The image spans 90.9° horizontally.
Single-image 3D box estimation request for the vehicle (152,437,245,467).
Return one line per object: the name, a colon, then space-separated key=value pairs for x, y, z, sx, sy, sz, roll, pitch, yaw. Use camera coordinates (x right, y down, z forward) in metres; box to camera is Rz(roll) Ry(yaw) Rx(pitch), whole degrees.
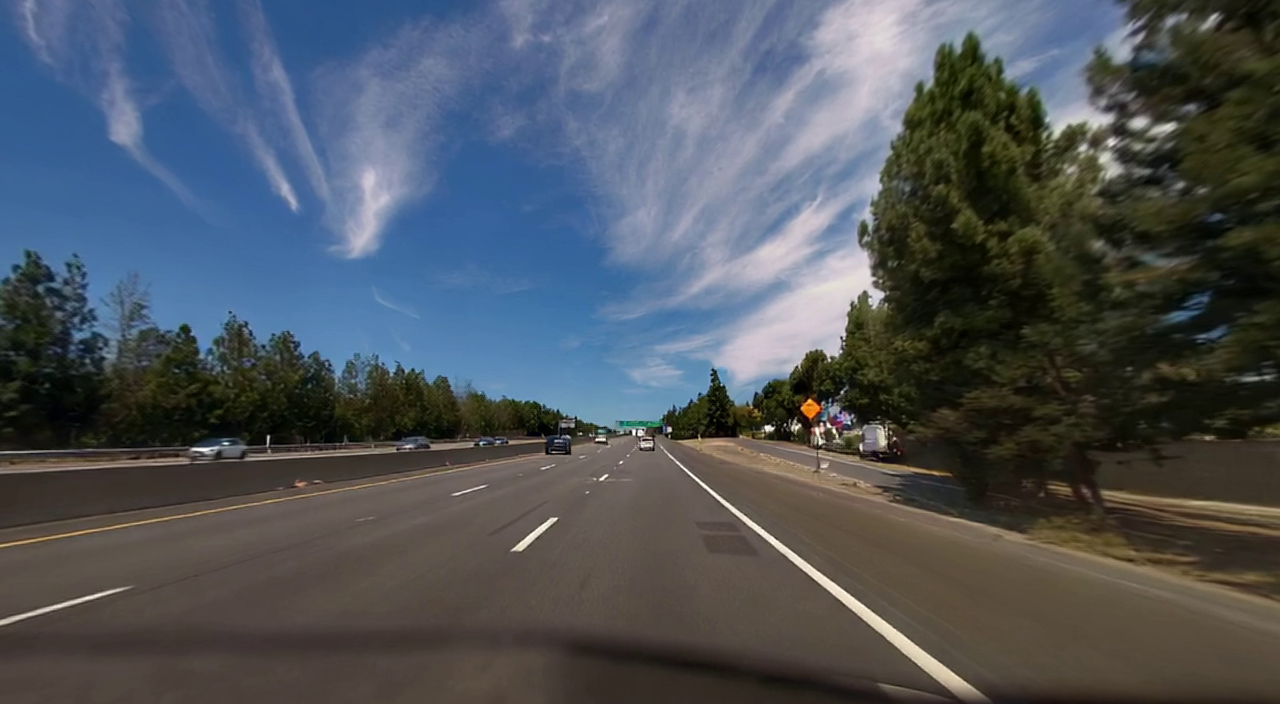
vehicle: x=-22.146 y=5.016 z=31.817 sx=1.860 sy=1.421 sz=3.805 roll=0 pitch=-8 yaw=1
